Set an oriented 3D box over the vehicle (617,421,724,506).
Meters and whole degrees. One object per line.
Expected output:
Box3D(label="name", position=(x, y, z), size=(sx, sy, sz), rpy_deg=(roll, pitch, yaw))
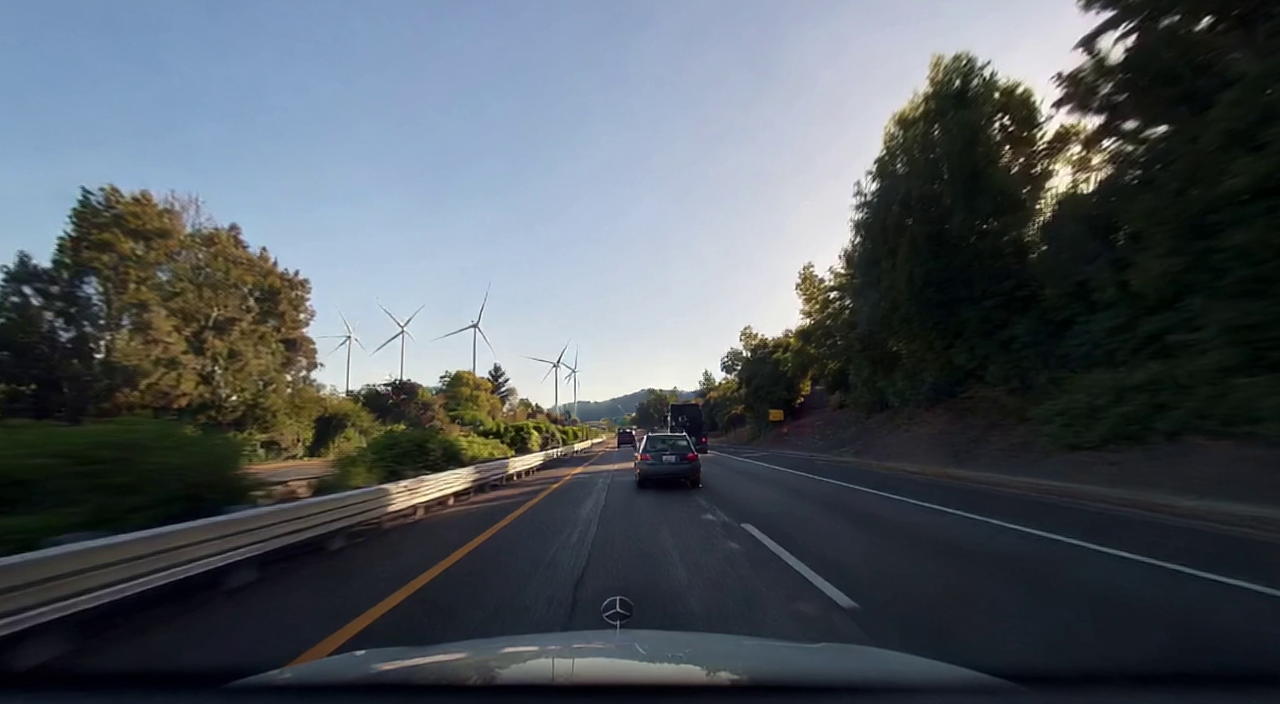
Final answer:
Box3D(label="vehicle", position=(0.508, 2.440, 14.372), size=(2.038, 1.624, 4.312), rpy_deg=(0, -8, -3))
